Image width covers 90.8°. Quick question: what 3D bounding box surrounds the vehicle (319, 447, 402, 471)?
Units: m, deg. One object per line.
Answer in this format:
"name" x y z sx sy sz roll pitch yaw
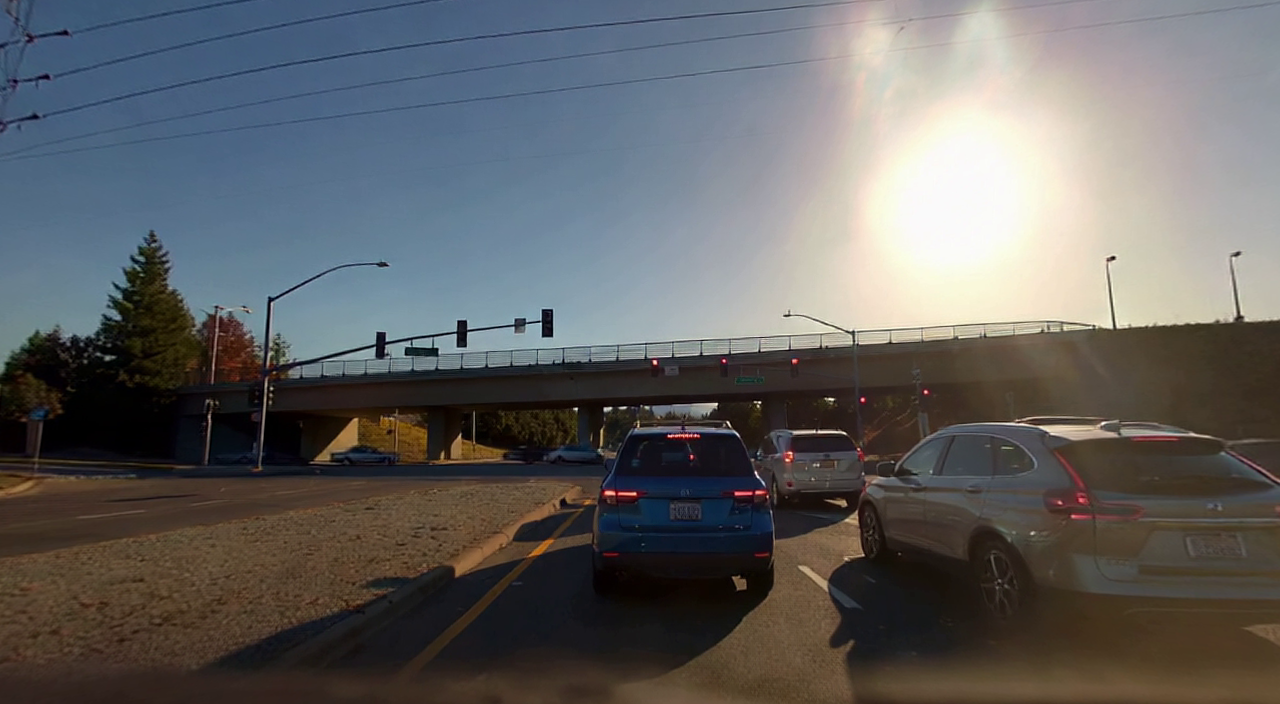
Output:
"vehicle" -17.696 6.740 40.029 4.411 1.466 1.998 -2 -9 12

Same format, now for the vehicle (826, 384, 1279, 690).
"vehicle" 3.406 1.343 5.806 1.990 1.649 4.625 0 -8 0

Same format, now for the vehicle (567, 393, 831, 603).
"vehicle" 0.443 1.560 7.622 2.240 1.778 4.335 0 -8 -2
